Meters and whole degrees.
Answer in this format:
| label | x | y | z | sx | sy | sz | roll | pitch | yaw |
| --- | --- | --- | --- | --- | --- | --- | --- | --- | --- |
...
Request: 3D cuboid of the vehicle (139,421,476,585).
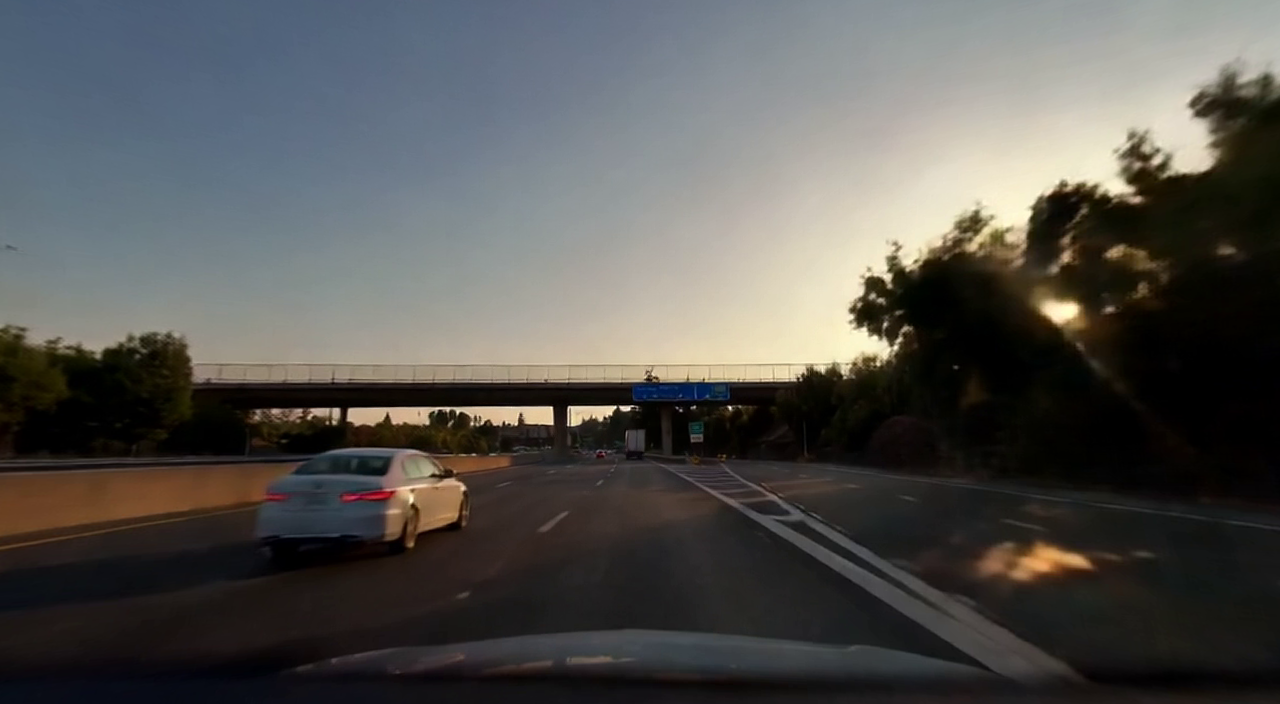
| label | x | y | z | sx | sy | sz | roll | pitch | yaw |
| --- | --- | --- | --- | --- | --- | --- | --- | --- | --- |
| vehicle | -3.763 | 1.789 | 8.220 | 2.070 | 1.564 | 4.145 | 0 | -9 | 1 |
